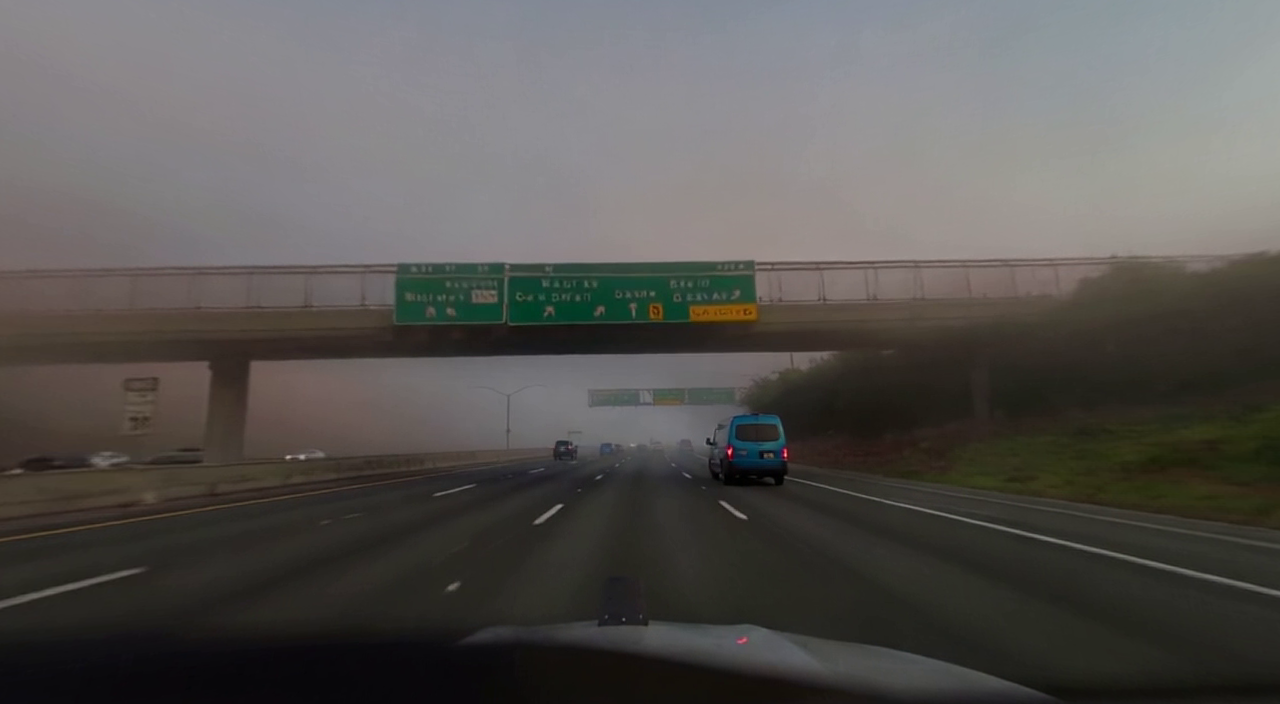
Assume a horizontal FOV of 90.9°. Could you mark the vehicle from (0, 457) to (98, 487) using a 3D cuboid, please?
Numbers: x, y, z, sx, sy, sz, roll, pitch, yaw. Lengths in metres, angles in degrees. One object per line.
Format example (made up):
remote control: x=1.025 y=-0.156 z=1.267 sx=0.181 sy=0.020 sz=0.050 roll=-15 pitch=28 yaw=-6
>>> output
vehicle: x=-34.034 y=6.802 z=36.065 sx=1.875 sy=1.493 sz=4.752 roll=0 pitch=-8 yaw=0

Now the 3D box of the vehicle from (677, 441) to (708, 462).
vehicle: x=3.900 y=7.424 z=47.207 sx=1.883 sy=1.456 sz=4.044 roll=0 pitch=-8 yaw=-1

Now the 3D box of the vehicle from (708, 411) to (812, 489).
vehicle: x=3.784 y=3.247 z=21.087 sx=2.347 sy=2.234 sz=5.352 roll=0 pitch=-8 yaw=-1
